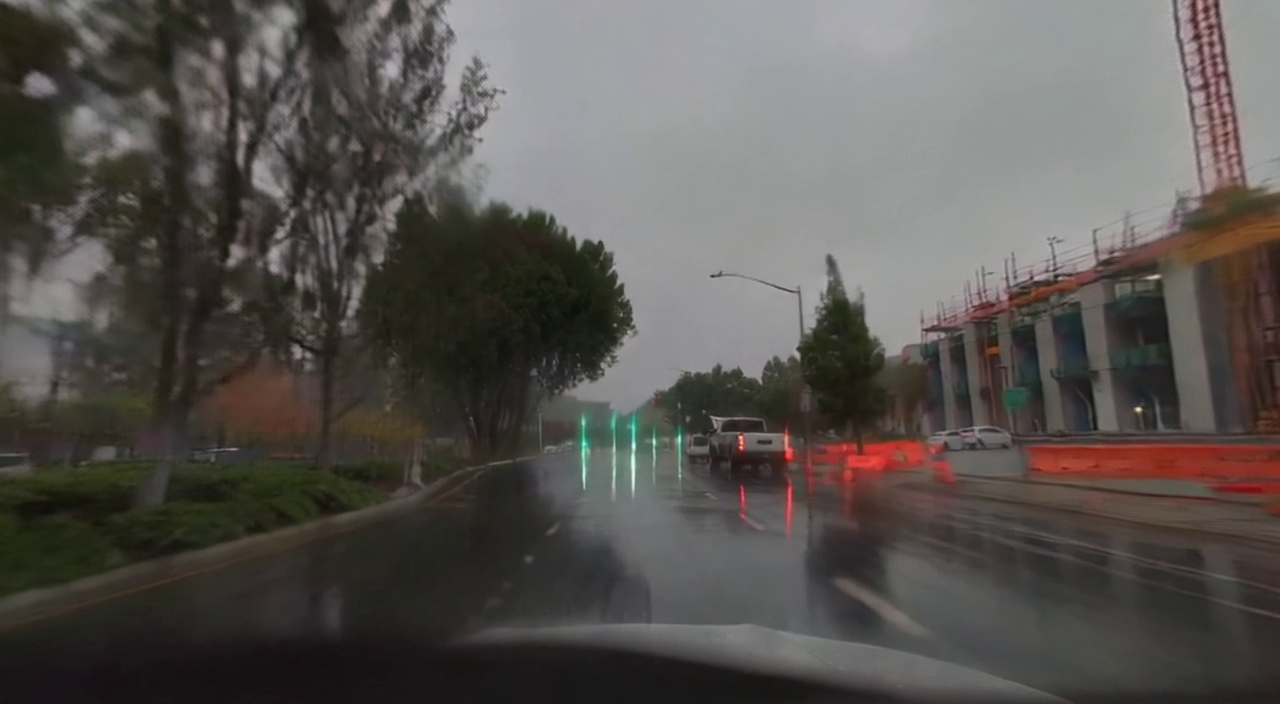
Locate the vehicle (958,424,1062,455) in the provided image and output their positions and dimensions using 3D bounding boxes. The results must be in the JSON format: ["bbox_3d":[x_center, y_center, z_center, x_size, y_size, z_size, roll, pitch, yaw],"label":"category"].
[{"bbox_3d":[25.295,6.049,43.286,2.420,1.790,5.514,0,-8,-35],"label":"vehicle"}]

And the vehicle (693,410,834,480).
[{"bbox_3d":[5.746,4.552,31.053,3.060,2.963,7.552,3,-9,-23],"label":"vehicle"}]
